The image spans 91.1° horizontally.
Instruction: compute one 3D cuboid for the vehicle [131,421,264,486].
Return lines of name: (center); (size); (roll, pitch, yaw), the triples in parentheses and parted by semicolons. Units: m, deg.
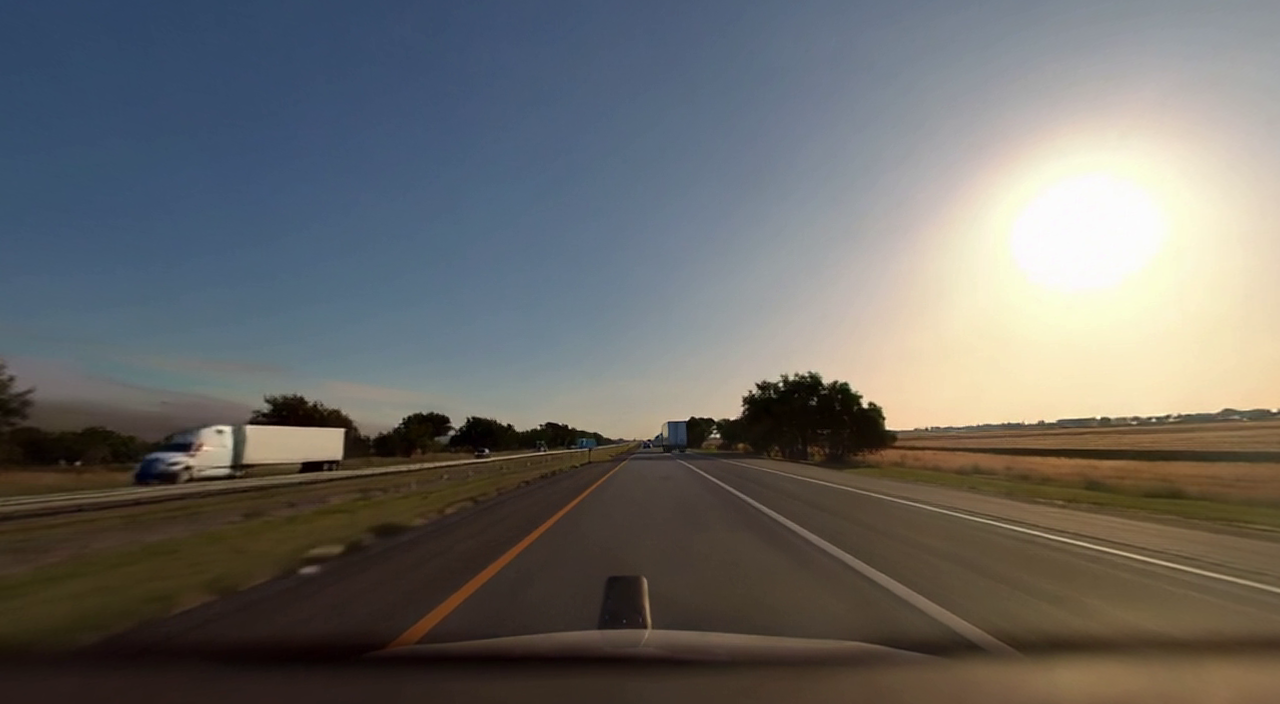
vehicle: (-32.081, 7.403, 46.183); (3.095, 4.280, 8.662); (0, -8, 2)
